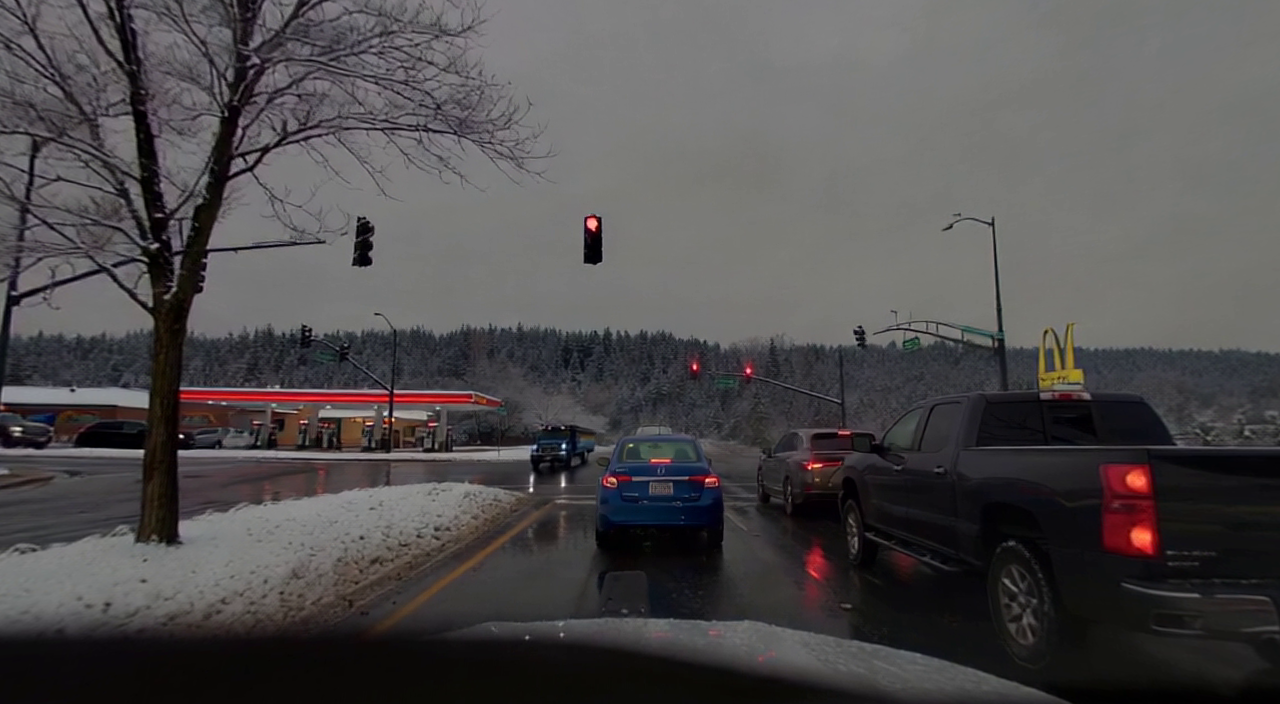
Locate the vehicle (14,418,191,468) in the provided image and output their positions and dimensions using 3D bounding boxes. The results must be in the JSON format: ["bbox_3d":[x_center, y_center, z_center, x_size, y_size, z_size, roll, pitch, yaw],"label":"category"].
[{"bbox_3d":[-19.664,3.357,23.207,4.742,1.720,2.107,-1,-8,5],"label":"vehicle"}]

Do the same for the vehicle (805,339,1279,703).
[{"bbox_3d":[3.551,1.302,6.075,2.277,1.871,6.143,0,-8,0],"label":"vehicle"}]

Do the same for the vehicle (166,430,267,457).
[{"bbox_3d":[-23.097,5.021,34.487,4.326,1.420,1.798,-1,-8,4],"label":"vehicle"}]

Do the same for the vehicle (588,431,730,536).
[{"bbox_3d":[0.271,2.181,11.053,2.027,1.494,3.824,0,-8,0],"label":"vehicle"}]

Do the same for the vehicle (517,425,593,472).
[{"bbox_3d":[-4.002,4.720,31.050,2.615,2.031,5.638,0,-8,4],"label":"vehicle"}]
